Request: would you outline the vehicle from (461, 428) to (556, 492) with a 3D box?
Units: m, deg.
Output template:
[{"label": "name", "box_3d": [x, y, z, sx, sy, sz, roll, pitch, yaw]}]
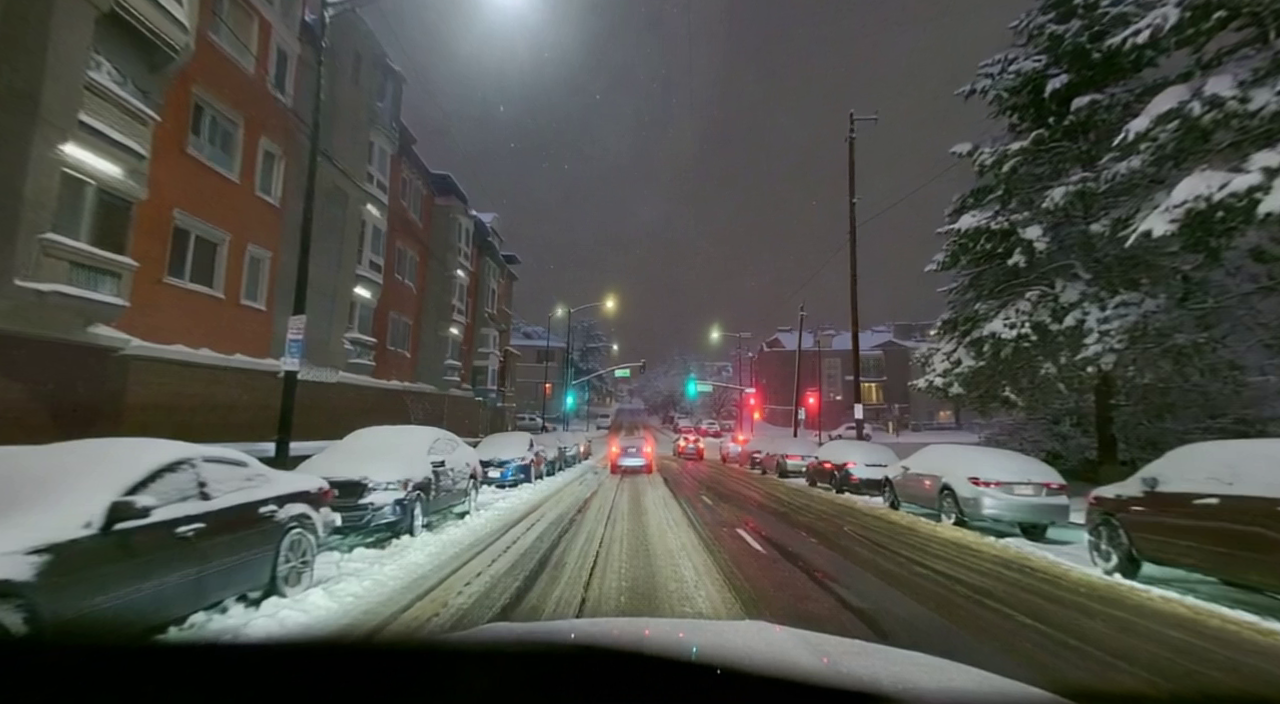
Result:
[{"label": "vehicle", "box_3d": [-3.692, 3.112, 18.439, 1.831, 1.650, 3.852, 0, -8, 2]}]

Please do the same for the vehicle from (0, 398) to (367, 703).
[{"label": "vehicle", "box_3d": [-3.708, 1.160, 4.131, 1.835, 1.497, 4.146, 0, -8, 2]}]

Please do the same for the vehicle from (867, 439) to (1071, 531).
[{"label": "vehicle", "box_3d": [6.181, 2.506, 12.503, 1.814, 1.490, 4.109, 0, -8, 0]}]

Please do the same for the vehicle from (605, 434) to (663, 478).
[{"label": "vehicle", "box_3d": [-0.227, 3.798, 23.139, 1.923, 1.460, 3.923, 0, -8, -1]}]

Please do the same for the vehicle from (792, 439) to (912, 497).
[{"label": "vehicle", "box_3d": [6.185, 3.405, 19.024, 1.980, 1.518, 4.526, 0, -8, -1]}]

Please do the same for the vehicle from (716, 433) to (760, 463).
[{"label": "vehicle", "box_3d": [6.018, 5.939, 39.148, 1.999, 1.752, 4.502, 0, -8, 0]}]

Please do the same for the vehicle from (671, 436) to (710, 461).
[{"label": "vehicle", "box_3d": [3.113, 6.101, 39.874, 2.055, 1.450, 4.676, 0, -8, 0]}]

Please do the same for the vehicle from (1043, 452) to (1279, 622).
[{"label": "vehicle", "box_3d": [6.071, 1.703, 5.842, 1.757, 1.316, 4.632, 5, -8, 1]}]

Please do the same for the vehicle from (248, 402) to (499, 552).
[{"label": "vehicle", "box_3d": [-3.636, 1.799, 9.661, 1.975, 1.759, 4.250, 0, -8, 0]}]
